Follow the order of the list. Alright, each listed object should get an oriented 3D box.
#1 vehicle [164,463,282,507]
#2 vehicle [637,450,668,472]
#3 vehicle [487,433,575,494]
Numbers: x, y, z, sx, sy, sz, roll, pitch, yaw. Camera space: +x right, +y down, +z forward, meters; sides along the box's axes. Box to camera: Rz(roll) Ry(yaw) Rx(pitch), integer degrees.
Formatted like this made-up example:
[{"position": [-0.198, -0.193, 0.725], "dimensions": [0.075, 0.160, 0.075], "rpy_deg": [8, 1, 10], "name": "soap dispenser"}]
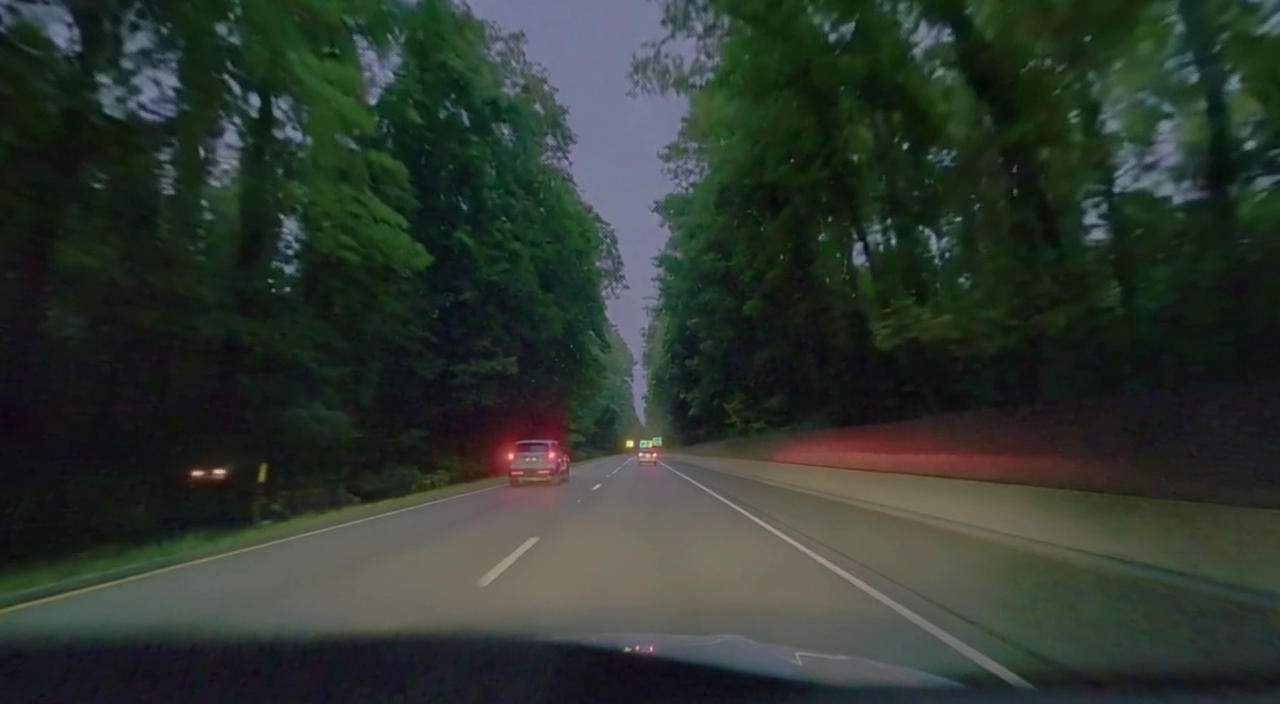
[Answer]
[{"position": [-16.200, 5.148, 24.785], "dimensions": [1.720, 1.440, 4.098], "rpy_deg": [0, -9, 1], "name": "vehicle"}, {"position": [0.833, 7.588, 44.198], "dimensions": [2.046, 1.452, 4.407], "rpy_deg": [0, -9, 0], "name": "vehicle"}, {"position": [-3.943, 4.155, 23.949], "dimensions": [2.418, 2.049, 4.930], "rpy_deg": [0, -9, 0], "name": "vehicle"}]
